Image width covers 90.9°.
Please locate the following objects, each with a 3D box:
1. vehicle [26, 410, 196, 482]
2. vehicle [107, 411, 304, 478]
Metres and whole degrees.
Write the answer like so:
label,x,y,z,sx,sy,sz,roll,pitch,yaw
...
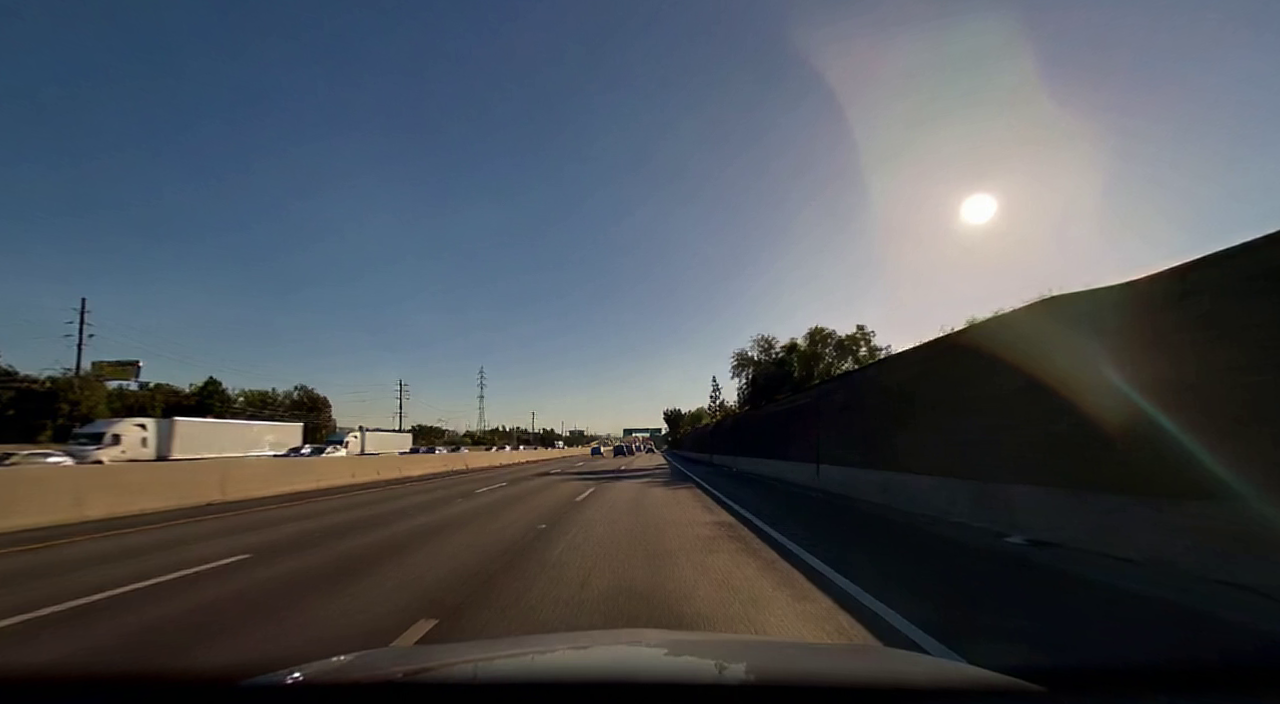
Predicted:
label,x,y,z,sx,sy,sz,roll,pitch,yaw
vehicle,-31.915,5.734,38.722,2.974,3.934,8.302,0,-8,1
vehicle,-31.807,7.035,48.106,2.877,4.155,16.730,0,-8,1
